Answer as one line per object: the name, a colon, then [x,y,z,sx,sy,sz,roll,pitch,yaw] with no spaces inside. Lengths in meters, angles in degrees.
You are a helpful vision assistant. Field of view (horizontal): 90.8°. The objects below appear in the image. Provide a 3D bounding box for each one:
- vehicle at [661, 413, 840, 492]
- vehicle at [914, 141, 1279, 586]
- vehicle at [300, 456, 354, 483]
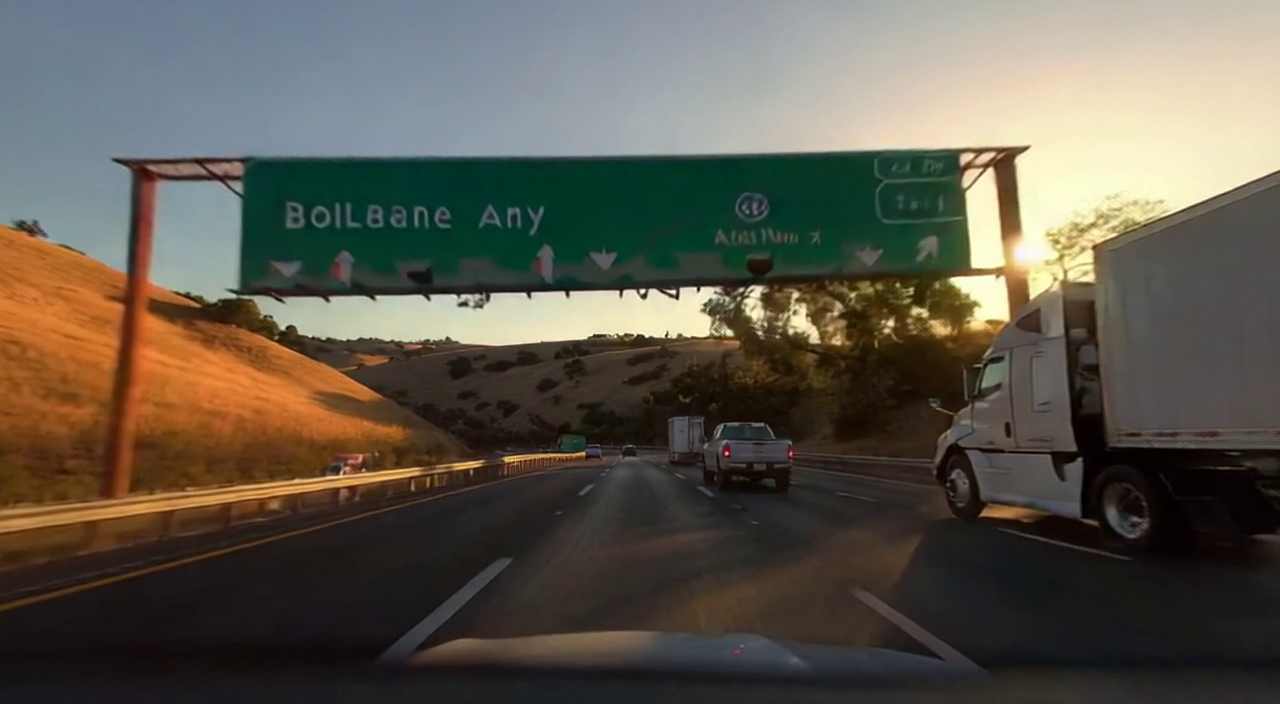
vehicle: [3.303,3.132,19.885,5.075,2.277,2.365,0,-9,-3]
vehicle: [7.570,0.045,5.609,2.935,4.187,16.357,0,-9,0]
vehicle: [-23.104,8.665,46.838,1.897,1.819,4.093,0,-9,0]
